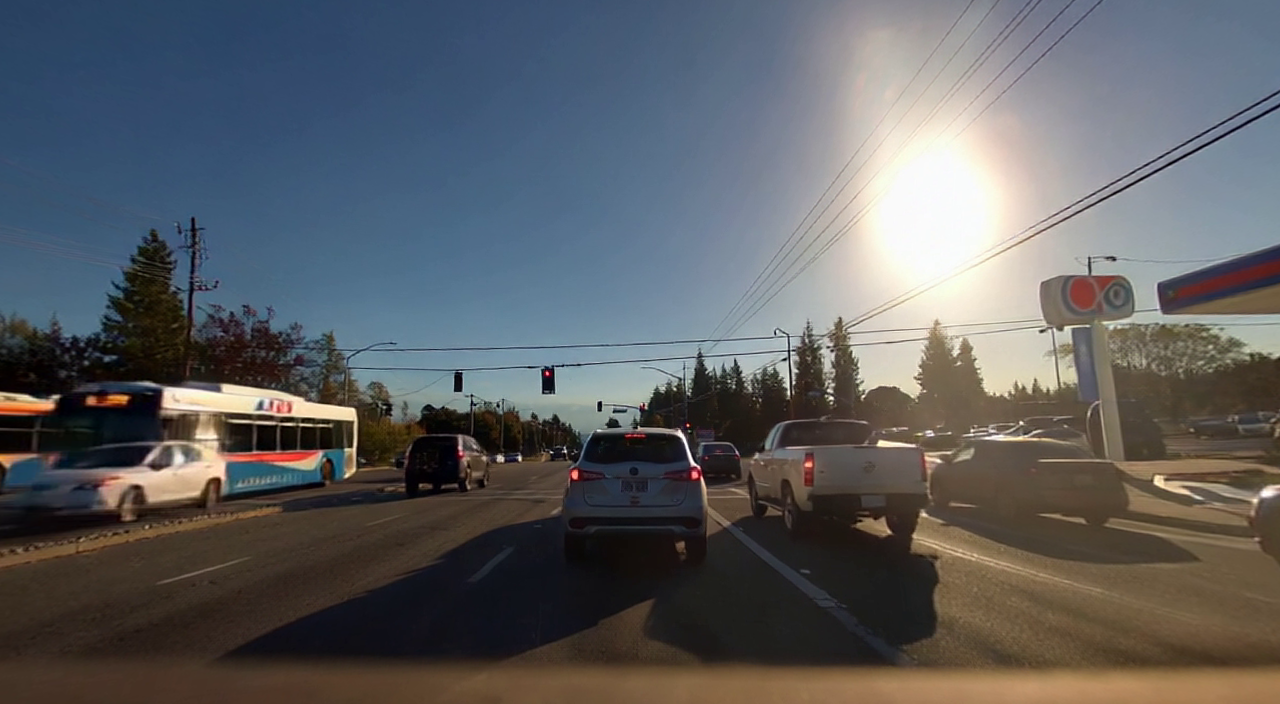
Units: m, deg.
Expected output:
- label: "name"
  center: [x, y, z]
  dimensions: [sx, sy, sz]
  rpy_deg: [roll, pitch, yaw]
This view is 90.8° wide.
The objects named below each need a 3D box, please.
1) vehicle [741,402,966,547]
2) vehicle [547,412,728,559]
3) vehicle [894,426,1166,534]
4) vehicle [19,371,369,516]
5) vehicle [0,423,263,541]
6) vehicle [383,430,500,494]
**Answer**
- label: "vehicle"
  center: [3.060, 1.871, 10.209]
  dimensions: [2.049, 1.813, 4.245]
  rpy_deg: [0, -9, -1]
- label: "vehicle"
  center: [-0.082, 1.849, 9.393]
  dimensions: [2.087, 1.677, 4.053]
  rpy_deg: [0, -9, -2]
- label: "vehicle"
  center: [6.446, 2.148, 11.253]
  dimensions: [1.829, 1.494, 4.552]
  rpy_deg: [0, -8, -2]
- label: "vehicle"
  center: [-13.558, 3.153, 21.751]
  dimensions: [3.031, 3.513, 12.586]
  rpy_deg: [0, -9, -1]
- label: "vehicle"
  center: [-10.078, 2.497, 12.763]
  dimensions: [2.163, 1.812, 4.686]
  rpy_deg: [-4, -8, -2]
- label: "vehicle"
  center: [-6.240, 3.517, 20.612]
  dimensions: [2.190, 1.795, 4.993]
  rpy_deg: [0, -8, 0]
